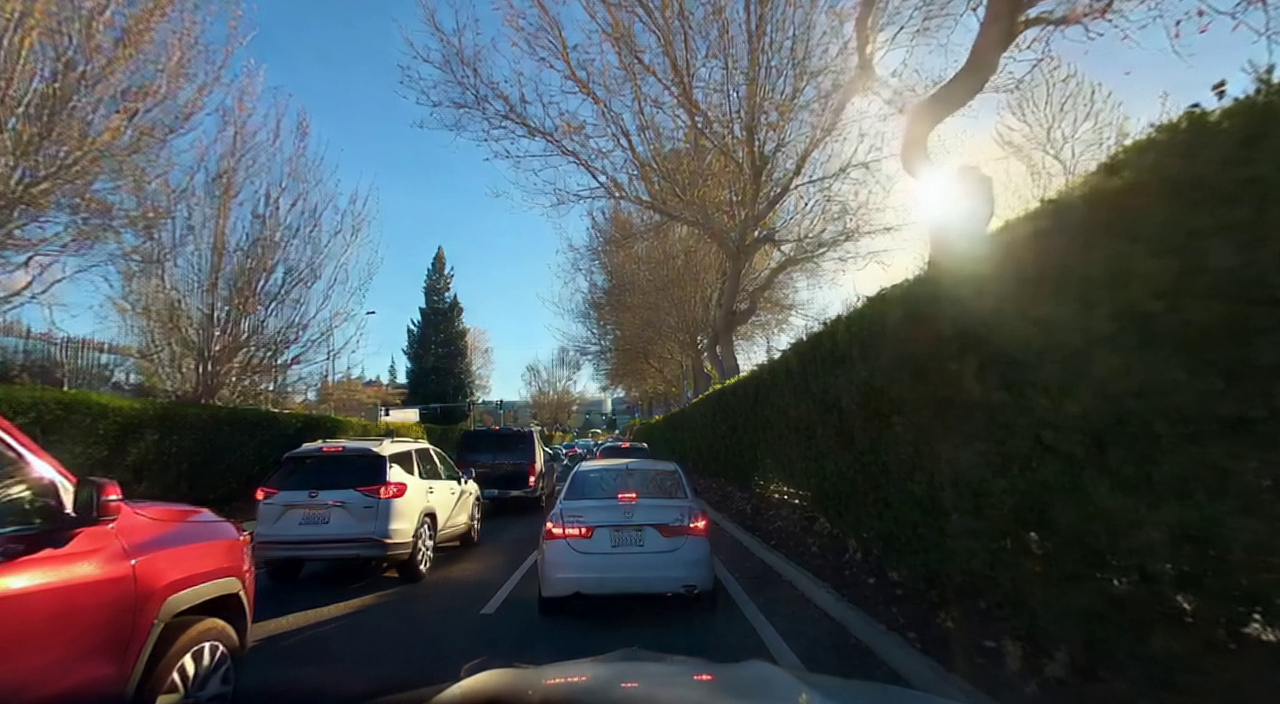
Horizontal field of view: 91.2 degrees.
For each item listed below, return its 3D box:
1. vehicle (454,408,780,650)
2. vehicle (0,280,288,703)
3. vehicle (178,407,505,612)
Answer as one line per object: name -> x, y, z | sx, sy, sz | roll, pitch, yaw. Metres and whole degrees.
vehicle -> -0.177, 1.489, 6.240 | 2.154, 1.581, 4.007 | 0, -9, -1
vehicle -> -3.282, 0.671, 1.265 | 2.205, 1.913, 5.327 | -6, -8, -2
vehicle -> -3.403, 1.841, 8.304 | 2.256, 1.728, 4.421 | -6, -8, -2
